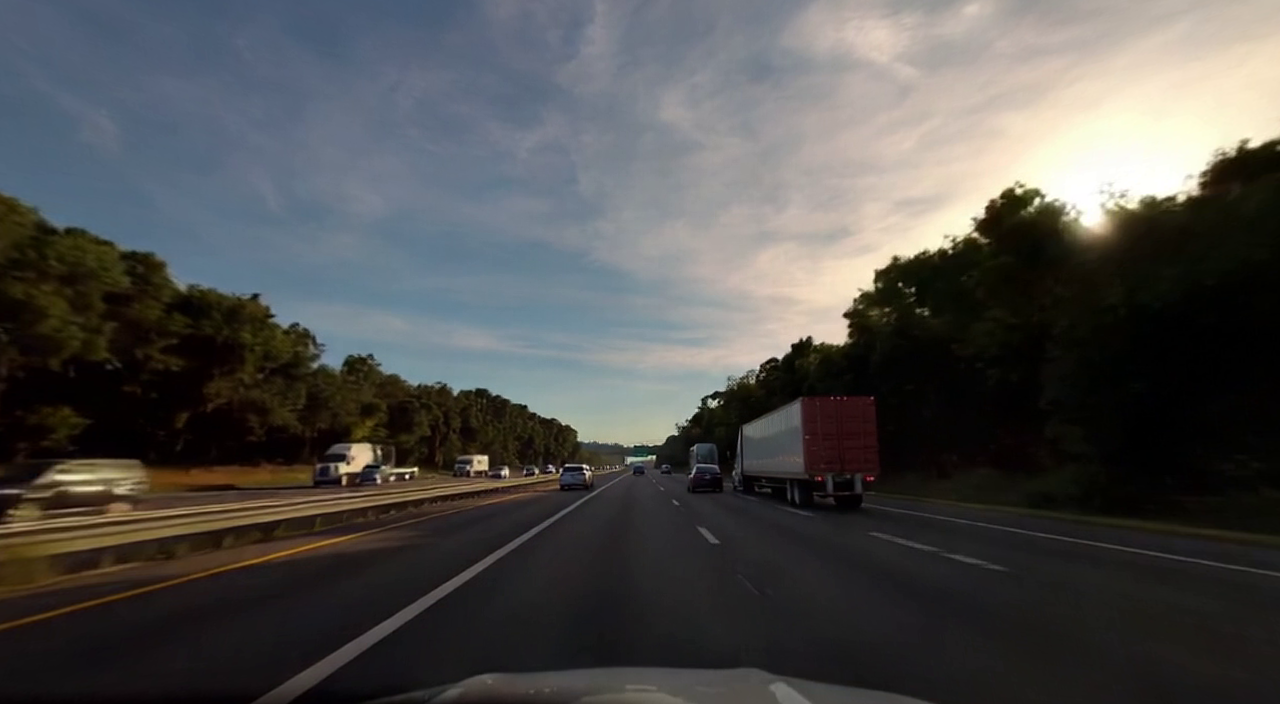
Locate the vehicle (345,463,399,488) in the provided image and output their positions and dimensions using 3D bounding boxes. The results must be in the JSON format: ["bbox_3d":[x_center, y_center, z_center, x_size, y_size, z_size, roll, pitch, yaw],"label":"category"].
[{"bbox_3d":[-18.642,8.575,43.844,1.851,1.606,4.187,1,-10,0],"label":"vehicle"}]

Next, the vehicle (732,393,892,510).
[{"bbox_3d":[7.371,5.100,31.045,2.861,4.086,17.499,1,-10,0],"label":"vehicle"}]

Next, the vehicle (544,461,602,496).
[{"bbox_3d":[-3.041,5.903,29.560,2.065,1.485,4.682,1,-10,2],"label":"vehicle"}]

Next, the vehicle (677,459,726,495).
[{"bbox_3d":[3.159,6.615,33.357,2.050,1.708,4.457,1,-10,-1],"label":"vehicle"}]

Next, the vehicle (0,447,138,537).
[{"bbox_3d":[-11.540,2.393,10.853,1.870,1.474,4.645,1,-10,0],"label":"vehicle"}]
